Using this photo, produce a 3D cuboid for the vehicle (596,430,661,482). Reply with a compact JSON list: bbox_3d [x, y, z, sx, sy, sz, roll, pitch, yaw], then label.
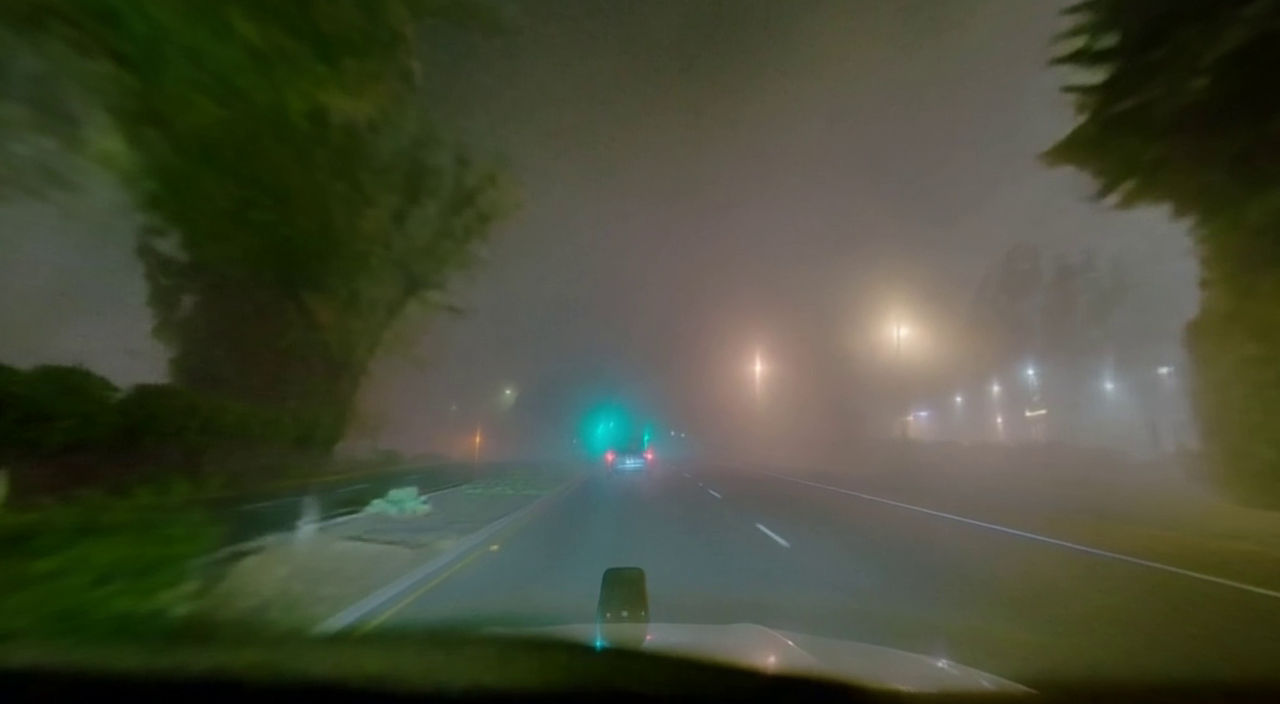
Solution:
[{"bbox_3d":[-0.421,3.835,23.460,2.192,1.734,4.176,0,-8,-1],"label":"vehicle"}]
